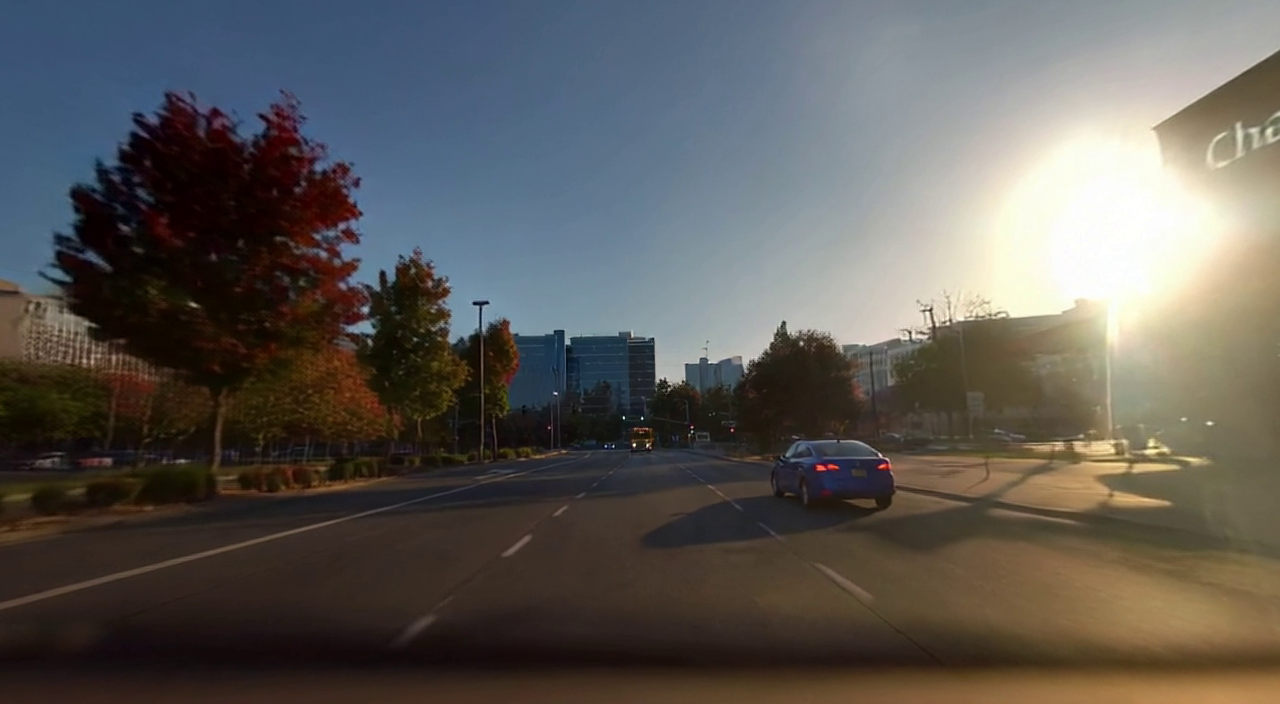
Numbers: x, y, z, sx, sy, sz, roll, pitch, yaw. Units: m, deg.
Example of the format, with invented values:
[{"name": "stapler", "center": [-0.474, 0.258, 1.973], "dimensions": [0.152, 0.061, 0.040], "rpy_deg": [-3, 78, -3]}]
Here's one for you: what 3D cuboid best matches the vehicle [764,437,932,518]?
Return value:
[{"name": "vehicle", "center": [4.246, 2.628, 13.831], "dimensions": [2.005, 1.442, 4.675], "rpy_deg": [0, -8, -1]}]
